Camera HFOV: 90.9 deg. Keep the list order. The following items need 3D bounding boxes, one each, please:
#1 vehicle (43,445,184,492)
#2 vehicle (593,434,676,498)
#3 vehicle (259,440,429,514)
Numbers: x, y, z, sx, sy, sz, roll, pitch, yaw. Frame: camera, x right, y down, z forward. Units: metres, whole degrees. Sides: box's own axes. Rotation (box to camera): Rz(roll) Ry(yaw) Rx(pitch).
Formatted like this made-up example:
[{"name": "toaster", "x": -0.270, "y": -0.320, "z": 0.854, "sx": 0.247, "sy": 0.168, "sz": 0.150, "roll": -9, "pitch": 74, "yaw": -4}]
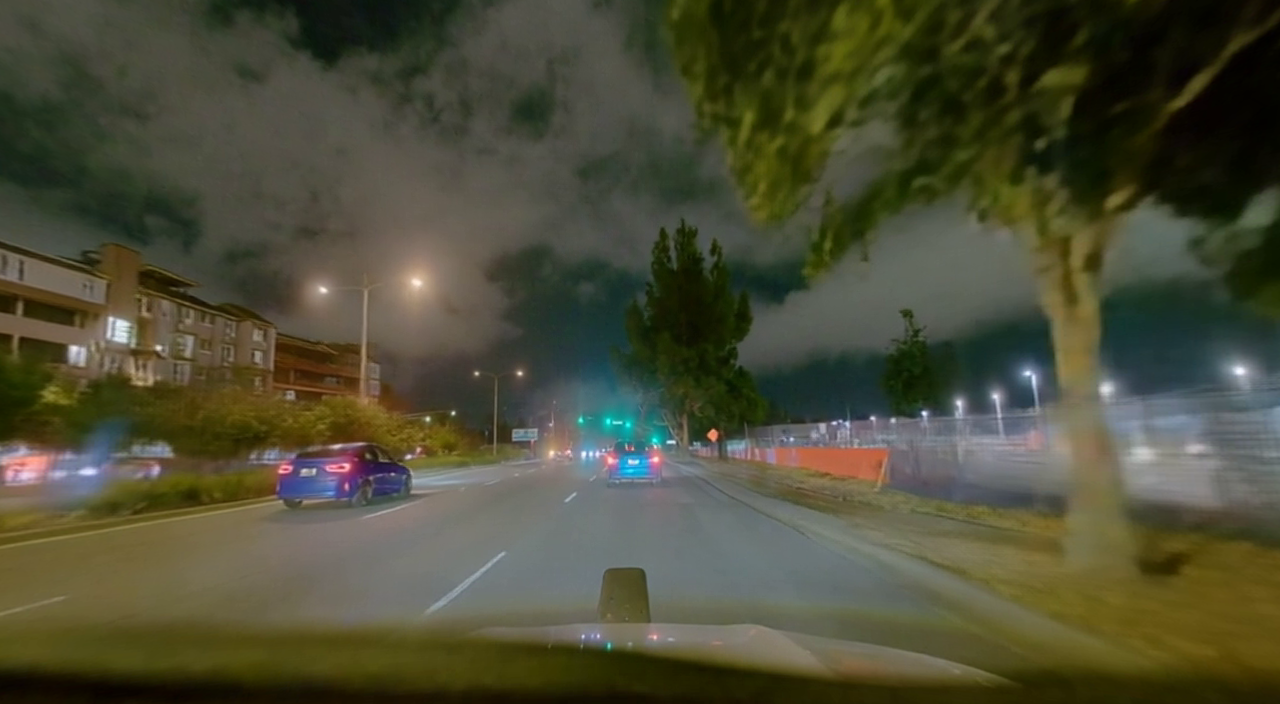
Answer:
[{"name": "vehicle", "x": -22.720, "y": 5.016, "z": 27.527, "sx": 2.017, "sy": 1.845, "sz": 4.788, "roll": 0, "pitch": -9, "yaw": -1}, {"name": "vehicle", "x": -0.196, "y": 3.362, "z": 18.914, "sx": 2.227, "sy": 1.654, "sz": 4.091, "roll": 0, "pitch": -9, "yaw": -1}, {"name": "vehicle", "x": -6.809, "y": 2.896, "z": 15.143, "sx": 1.877, "sy": 1.479, "sz": 4.430, "roll": 0, "pitch": -9, "yaw": 1}]
